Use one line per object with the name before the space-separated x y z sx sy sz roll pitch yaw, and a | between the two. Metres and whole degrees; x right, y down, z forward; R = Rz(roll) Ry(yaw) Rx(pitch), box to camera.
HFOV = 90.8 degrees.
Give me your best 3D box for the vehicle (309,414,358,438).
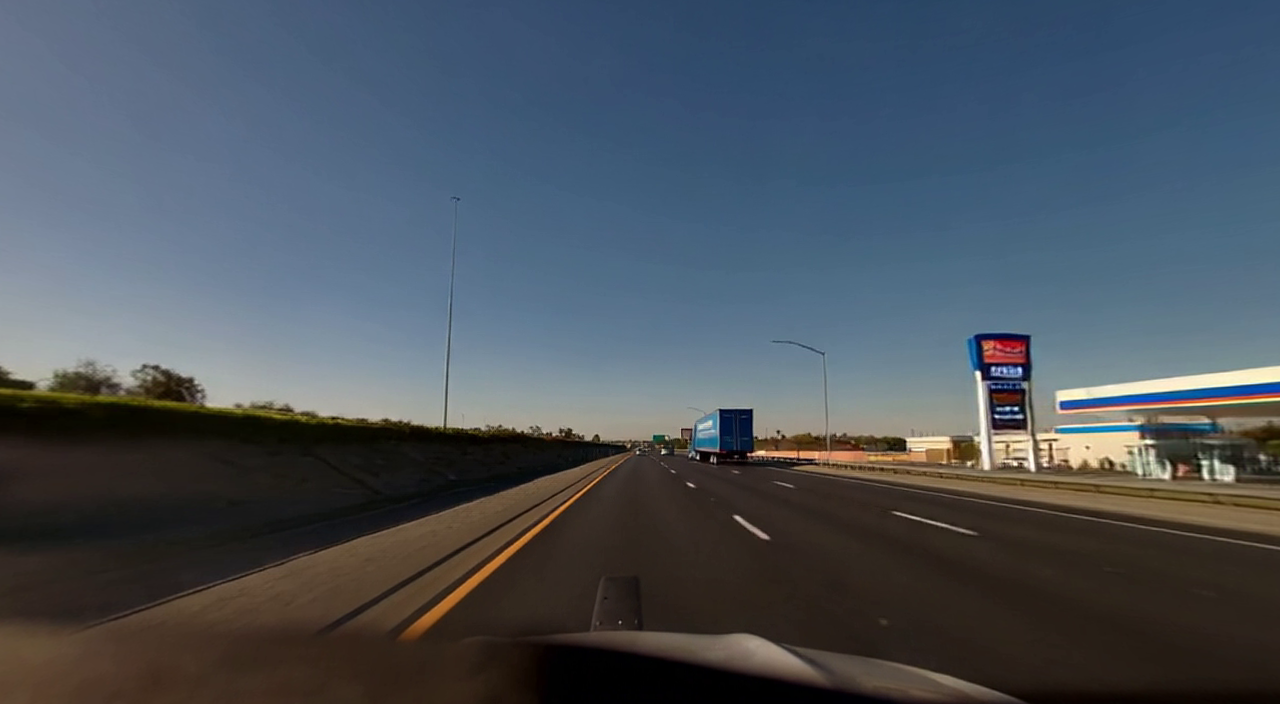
vehicle | -20.665 5.035 42.655 1.600 1.445 3.580 0 -8 -2
